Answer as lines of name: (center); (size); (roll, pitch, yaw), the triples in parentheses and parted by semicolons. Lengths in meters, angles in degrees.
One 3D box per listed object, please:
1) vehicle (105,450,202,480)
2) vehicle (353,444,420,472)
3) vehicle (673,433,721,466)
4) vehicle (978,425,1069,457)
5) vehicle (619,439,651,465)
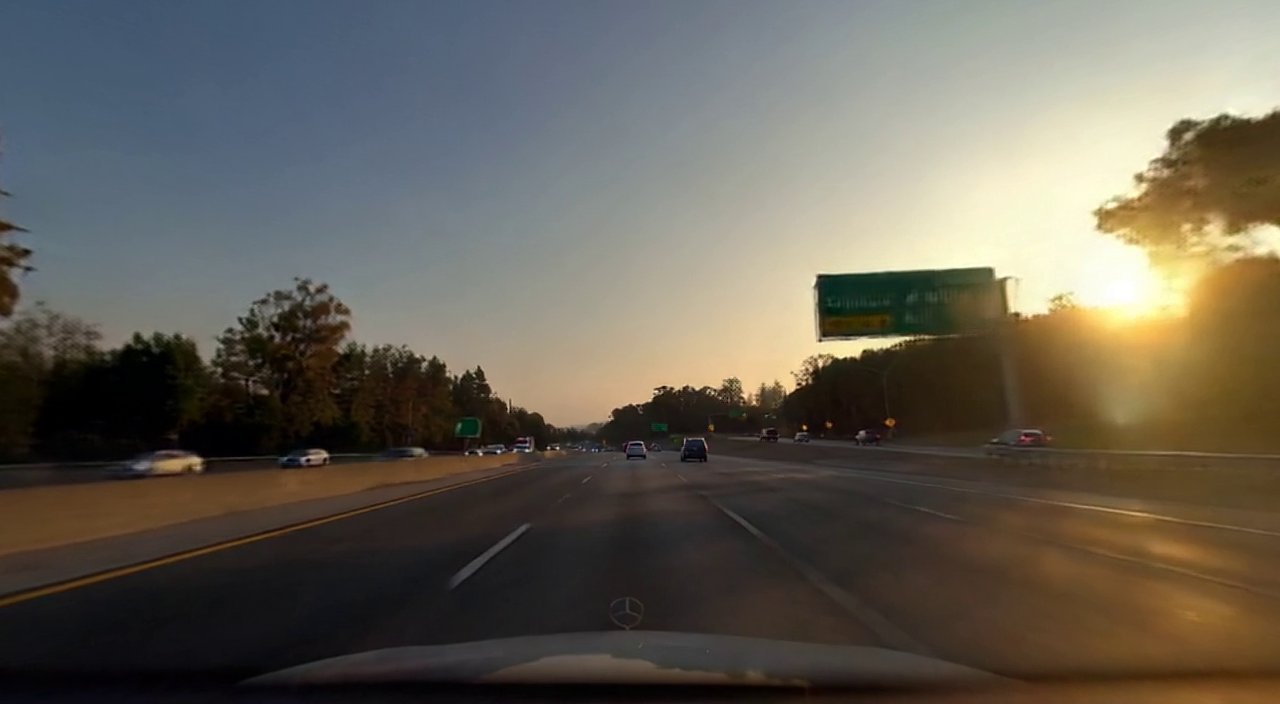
vehicle: (-26.081, 6.065, 34.054); (1.834, 1.445, 4.472); (0, -8, -3)
vehicle: (-15.115, 6.349, 37.946); (1.941, 1.552, 5.119); (0, -8, 0)
vehicle: (3.641, 6.392, 41.536); (2.505, 2.020, 5.532); (0, -8, -1)
vehicle: (18.811, 4.428, 31.220); (1.872, 1.459, 4.502); (-1, -8, 3)
vehicle: (-0.326, 6.885, 43.593); (2.105, 1.711, 4.293); (0, -8, 0)
